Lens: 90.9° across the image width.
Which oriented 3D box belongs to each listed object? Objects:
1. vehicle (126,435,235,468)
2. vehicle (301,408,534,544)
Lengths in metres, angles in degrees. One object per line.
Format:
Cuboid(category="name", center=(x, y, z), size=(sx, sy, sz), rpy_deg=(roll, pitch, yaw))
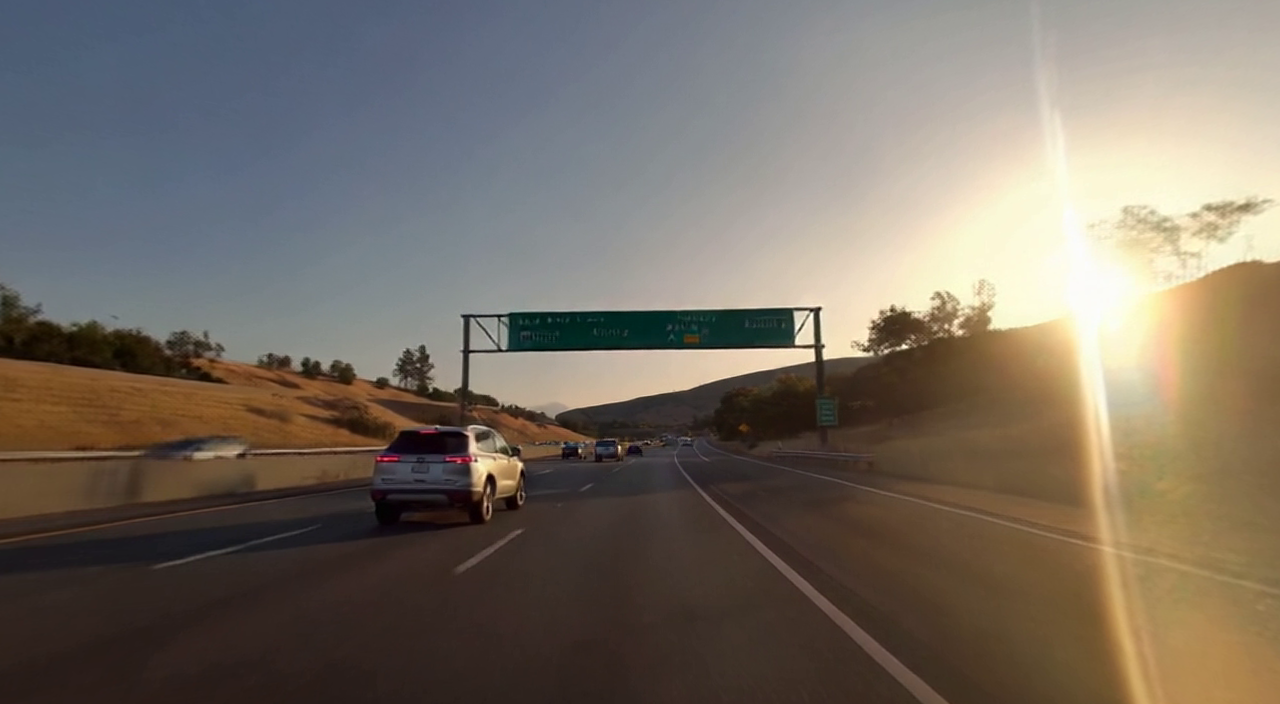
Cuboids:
Cuboid(category="vehicle", center=(-24.309, 5.307, 33.686), size=(1.997, 1.589, 4.951), rpy_deg=(0, -9, 1))
Cuboid(category="vehicle", center=(-3.492, 2.082, 11.182), size=(2.218, 1.848, 4.789), rpy_deg=(0, -9, 2))
